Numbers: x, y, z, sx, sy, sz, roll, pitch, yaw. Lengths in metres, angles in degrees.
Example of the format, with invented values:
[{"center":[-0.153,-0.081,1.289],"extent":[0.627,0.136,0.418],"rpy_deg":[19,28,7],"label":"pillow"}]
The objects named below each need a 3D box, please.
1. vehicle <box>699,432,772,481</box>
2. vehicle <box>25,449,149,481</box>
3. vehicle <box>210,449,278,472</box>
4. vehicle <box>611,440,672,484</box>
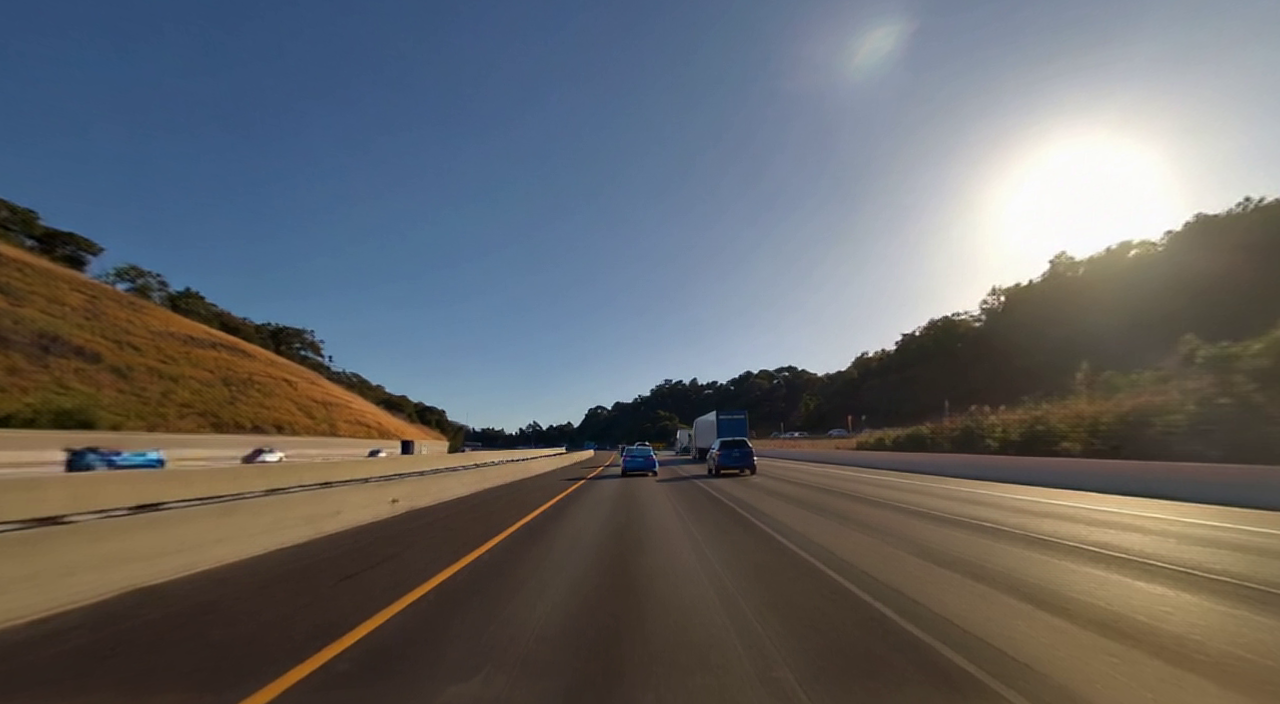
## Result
[{"center":[3.740,4.213,25.682],"extent":[2.098,1.794,4.561],"rpy_deg":[0,-9,-2],"label":"vehicle"},{"center":[-31.608,6.436,36.439],"extent":[2.105,1.655,5.611],"rpy_deg":[0,-8,0],"label":"vehicle"},{"center":[-27.848,7.597,44.629],"extent":[1.844,1.471,4.802],"rpy_deg":[0,-8,-1],"label":"vehicle"},{"center":[-0.008,4.073,23.592],"extent":[2.083,1.477,3.965],"rpy_deg":[0,-9,-1],"label":"vehicle"}]
